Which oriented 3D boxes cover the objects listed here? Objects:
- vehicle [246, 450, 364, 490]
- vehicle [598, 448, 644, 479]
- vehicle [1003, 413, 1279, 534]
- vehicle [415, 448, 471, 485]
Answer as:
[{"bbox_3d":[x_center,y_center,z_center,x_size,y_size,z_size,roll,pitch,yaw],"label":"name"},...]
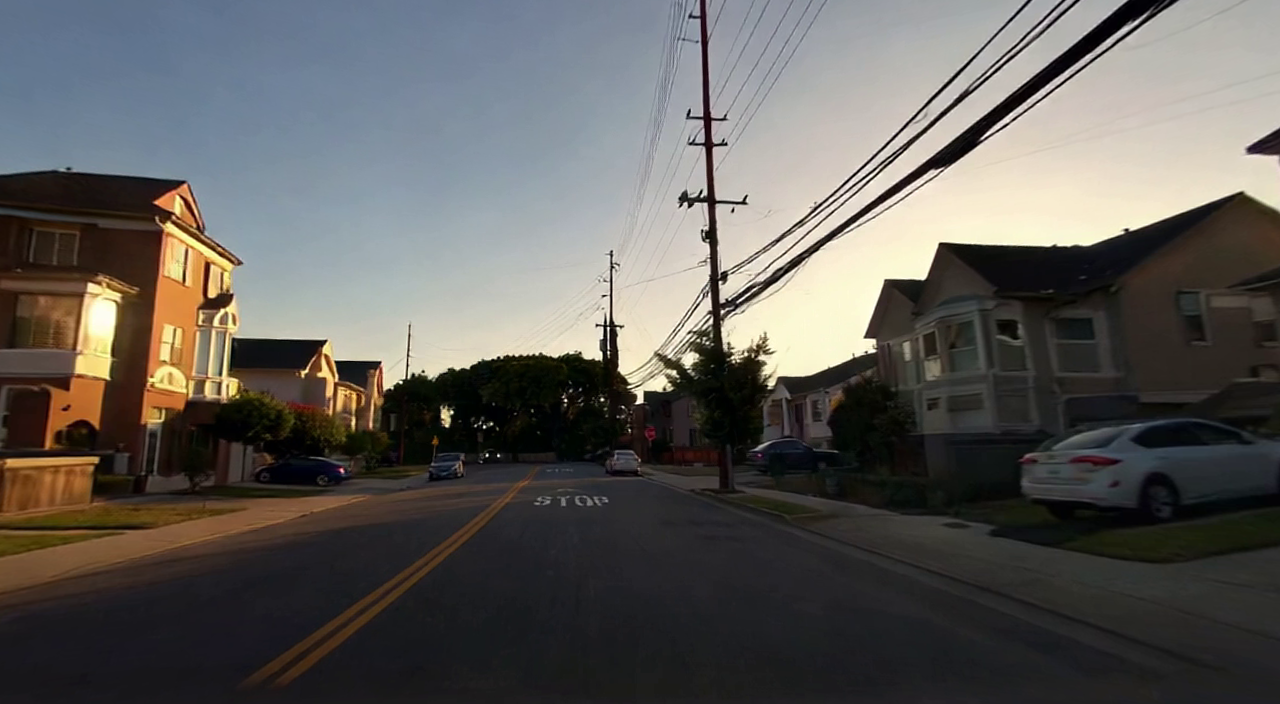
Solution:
[{"bbox_3d":[-15.285,5.386,29.030,4.266,1.674,1.933,1,-9,-7],"label":"vehicle"},{"bbox_3d":[-1.121,6.031,34.505,2.080,1.531,4.415,1,-9,-7],"label":"vehicle"},{"bbox_3d":[7.774,1.717,9.196,3.825,1.547,1.829,0,-9,-2],"label":"vehicle"},{"bbox_3d":[-11.137,6.462,36.023,2.156,1.728,4.619,-1,-7,-6],"label":"vehicle"}]
